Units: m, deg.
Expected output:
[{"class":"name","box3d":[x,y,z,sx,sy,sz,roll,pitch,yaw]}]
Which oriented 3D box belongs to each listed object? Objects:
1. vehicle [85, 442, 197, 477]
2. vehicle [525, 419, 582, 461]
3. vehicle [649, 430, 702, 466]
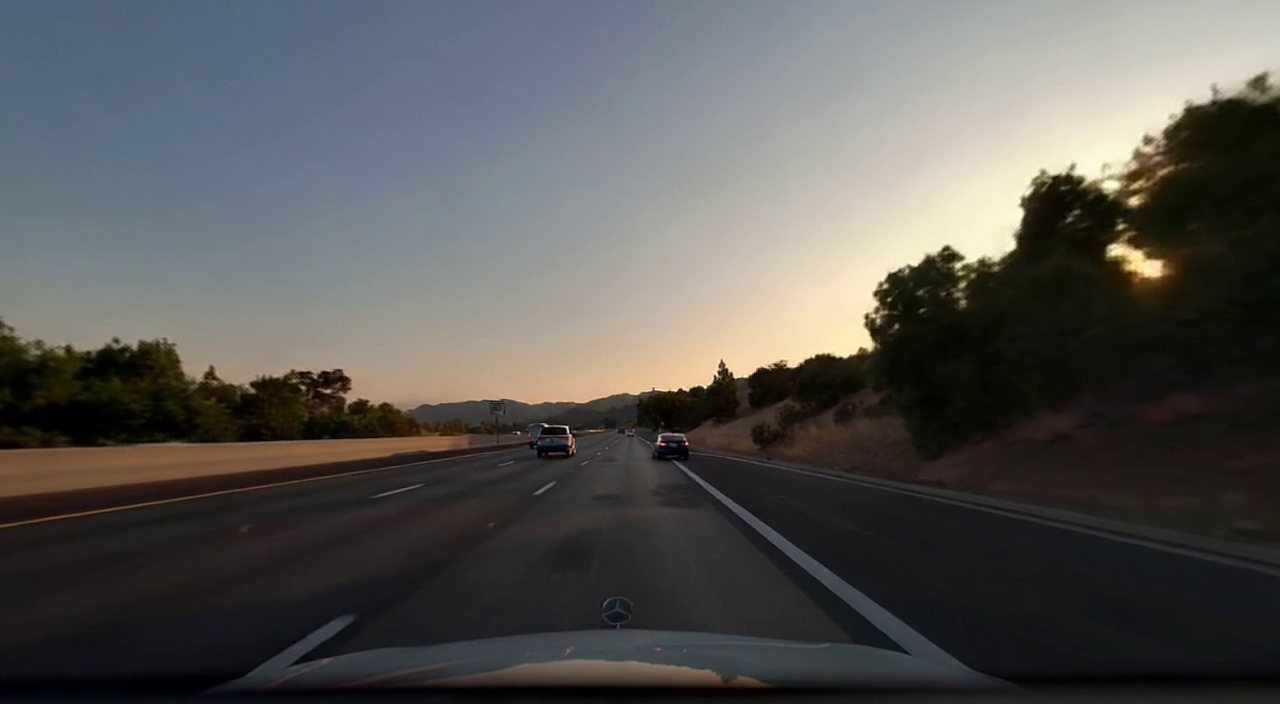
[{"class":"vehicle","box3d":[-23.272,4.987,29.542,1.821,1.499,4.176,0,-8,0]},{"class":"vehicle","box3d":[-4.280,4.464,31.889,2.251,1.938,4.708,0,-8,0]},{"class":"vehicle","box3d":[1.502,4.250,28.113,1.948,1.470,3.913,0,-8,-3]}]
